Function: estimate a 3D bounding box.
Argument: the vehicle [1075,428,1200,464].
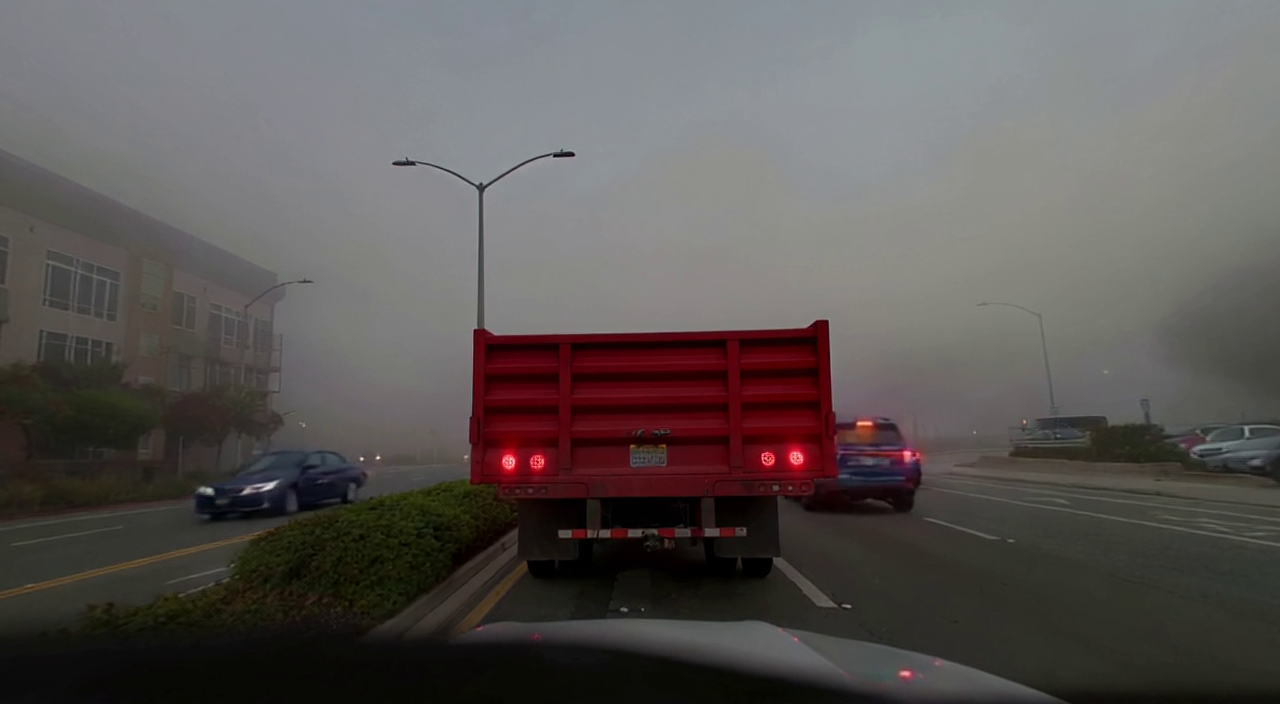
[{"bbox_3d":[23.118,4.388,29.439,4.171,1.614,1.894,-1,-8,1],"label":"vehicle"}]

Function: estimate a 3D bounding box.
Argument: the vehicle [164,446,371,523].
[{"bbox_3d":[-8.373,2.965,14.837,2.006,1.479,4.643,-1,-8,0],"label":"vehicle"}]

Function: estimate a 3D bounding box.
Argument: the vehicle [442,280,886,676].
[{"bbox_3d":[0.267,1.247,7.403,2.650,2.391,7.008,-1,-8,2],"label":"vehicle"}]

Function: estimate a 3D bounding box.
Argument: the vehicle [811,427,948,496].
[{"bbox_3d":[7.151,3.325,19.591,2.363,1.825,4.989,-1,-8,1],"label":"vehicle"}]

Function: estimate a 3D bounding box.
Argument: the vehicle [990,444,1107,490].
[{"bbox_3d":[14.283,4.005,22.338,1.702,1.475,3.670,-1,-8,1],"label":"vehicle"}]
